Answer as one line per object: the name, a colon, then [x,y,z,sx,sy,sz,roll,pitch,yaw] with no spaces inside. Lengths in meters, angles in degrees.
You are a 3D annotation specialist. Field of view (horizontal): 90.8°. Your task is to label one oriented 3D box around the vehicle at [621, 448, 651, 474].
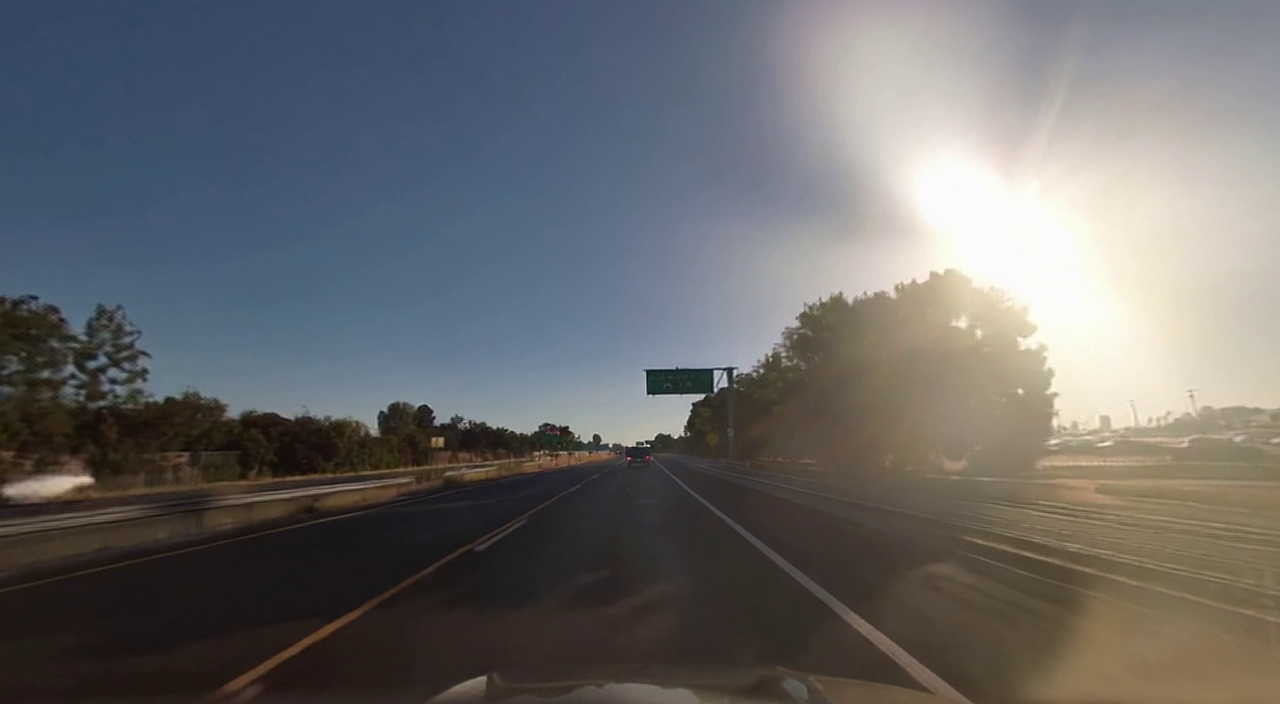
vehicle: [-0.206,6.525,37.998,1.695,1.437,3.506,-1,-9,1]
